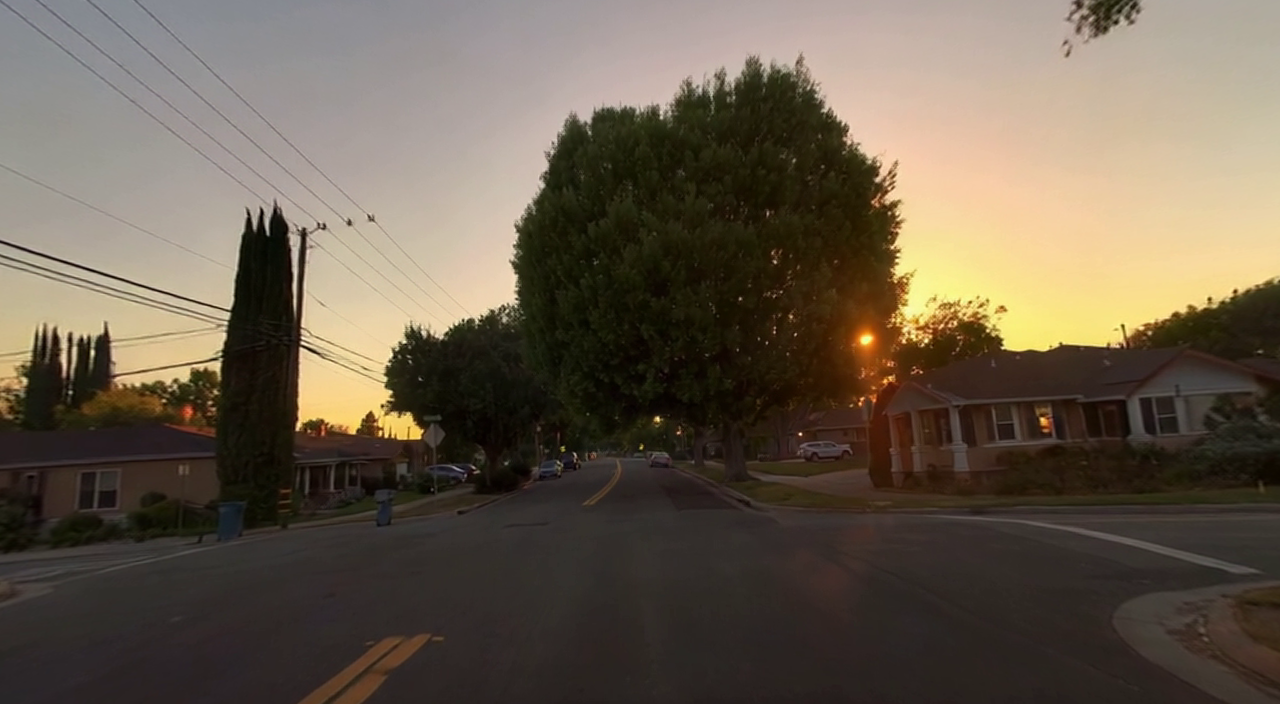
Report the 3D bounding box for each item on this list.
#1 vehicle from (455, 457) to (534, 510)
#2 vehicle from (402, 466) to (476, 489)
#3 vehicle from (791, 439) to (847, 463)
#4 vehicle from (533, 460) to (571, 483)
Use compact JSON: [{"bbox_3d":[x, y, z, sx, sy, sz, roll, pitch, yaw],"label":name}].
[{"bbox_3d":[-6.205,5.645,27.526,2.149,1.823,4.613,-6,-9,1],"label":"vehicle"},{"bbox_3d":[-14.207,8.877,44.678,4.601,1.486,1.876,-2,-9,12],"label":"vehicle"},{"bbox_3d":[12.416,6.910,43.999,3.563,1.551,1.916,-2,-9,12],"label":"vehicle"},{"bbox_3d":[-6.543,8.939,47.440,2.133,1.525,4.401,-4,-10,0],"label":"vehicle"}]
